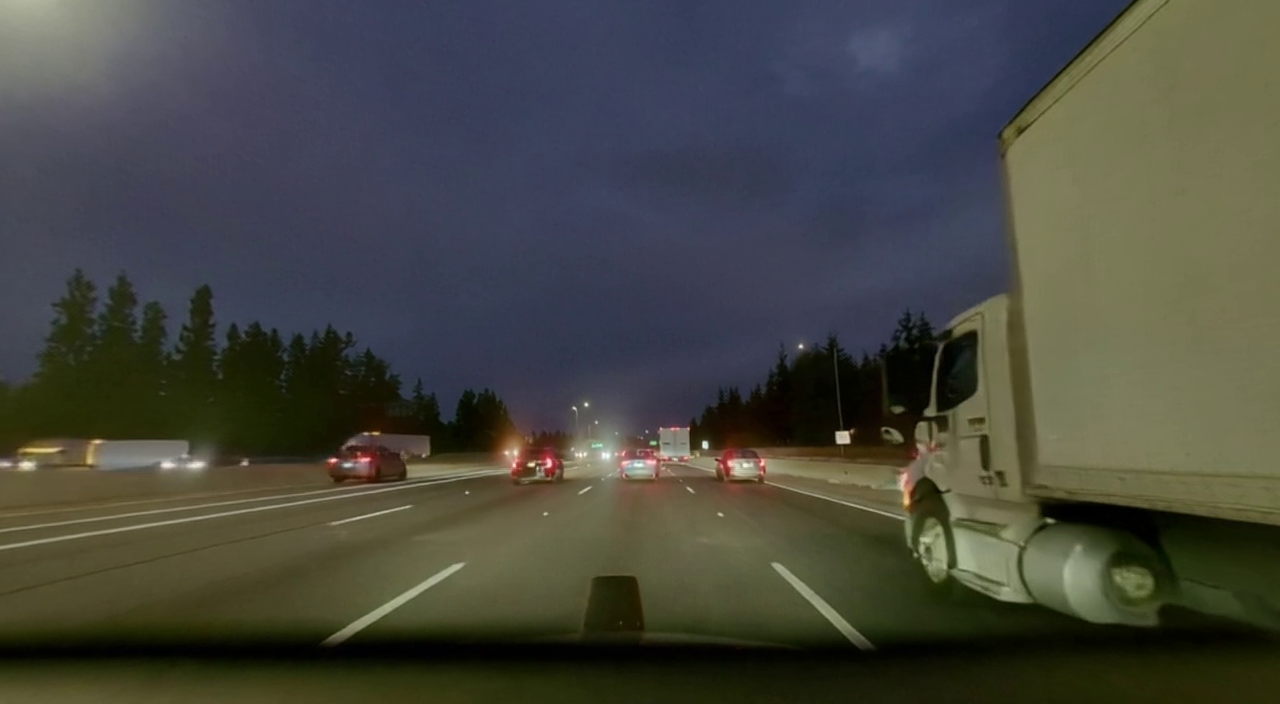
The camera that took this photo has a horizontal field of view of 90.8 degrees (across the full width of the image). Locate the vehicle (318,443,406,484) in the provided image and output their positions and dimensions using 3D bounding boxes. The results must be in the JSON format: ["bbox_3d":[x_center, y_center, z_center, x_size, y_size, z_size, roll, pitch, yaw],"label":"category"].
[{"bbox_3d":[-12.852,5.152,29.527,1.946,1.773,4.446,0,-9,2],"label":"vehicle"}]

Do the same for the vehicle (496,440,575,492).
[{"bbox_3d":[-3.707,4.139,23.313,1.988,1.696,4.754,0,-8,1],"label":"vehicle"}]

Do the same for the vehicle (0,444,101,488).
[{"bbox_3d":[-34.607,6.299,35.354,2.693,2.275,6.870,0,-8,1],"label":"vehicle"}]

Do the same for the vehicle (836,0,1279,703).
[{"bbox_3d":[3.726,0.049,2.591,2.836,3.508,8.723,0,-8,-1],"label":"vehicle"}]

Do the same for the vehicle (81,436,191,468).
[{"bbox_3d":[-34.464,6.842,43.546,2.655,2.004,5.875,0,-8,1],"label":"vehicle"}]

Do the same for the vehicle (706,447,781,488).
[{"bbox_3d":[4.013,4.563,25.394,2.146,1.482,4.665,0,-8,-1],"label":"vehicle"}]

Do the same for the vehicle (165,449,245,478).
[{"bbox_3d":[-23.328,5.964,34.045,1.672,1.455,3.542,0,-9,2],"label":"vehicle"}]

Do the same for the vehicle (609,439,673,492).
[{"bbox_3d":[0.045,4.066,23.036,2.103,1.717,4.399,0,-9,0],"label":"vehicle"}]
